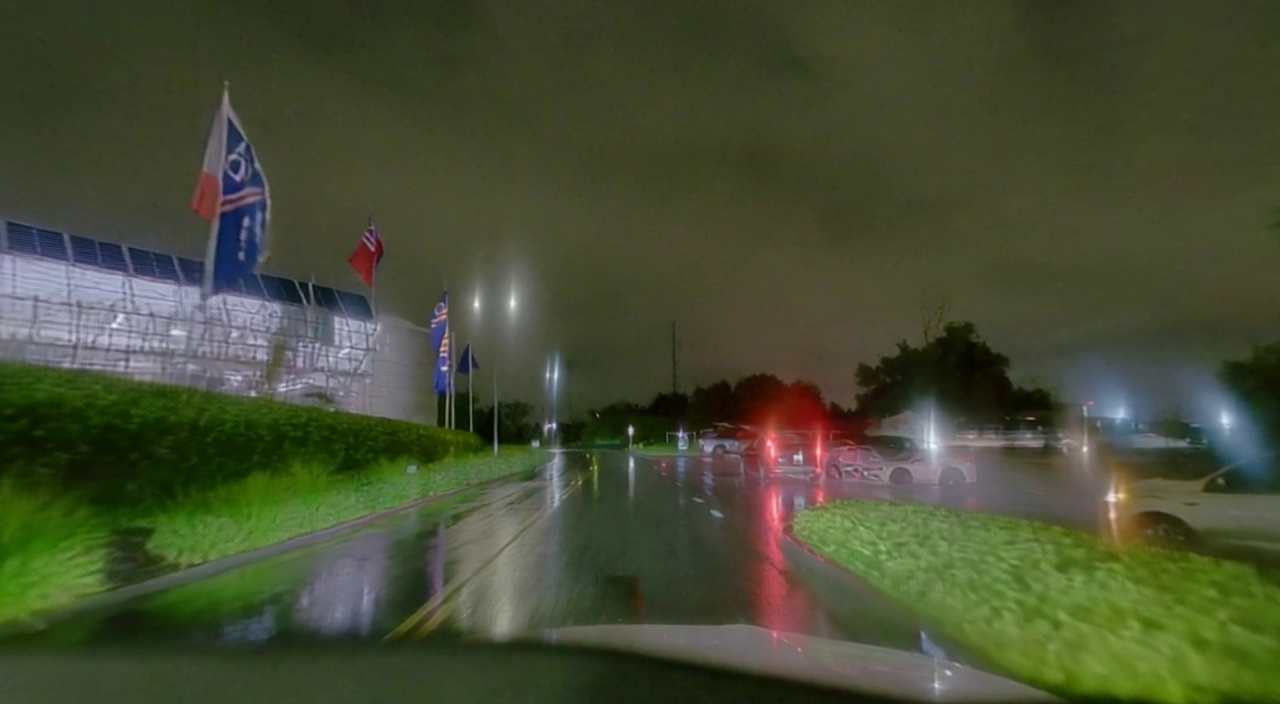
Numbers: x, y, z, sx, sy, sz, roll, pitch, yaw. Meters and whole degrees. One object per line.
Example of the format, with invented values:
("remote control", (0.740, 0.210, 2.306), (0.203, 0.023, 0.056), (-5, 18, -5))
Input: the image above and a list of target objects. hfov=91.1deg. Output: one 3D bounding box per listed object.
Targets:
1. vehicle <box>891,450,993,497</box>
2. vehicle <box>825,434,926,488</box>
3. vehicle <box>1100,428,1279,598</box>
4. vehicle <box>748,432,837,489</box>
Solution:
("vehicle", (10.768, 4.320, 22.747), (1.819, 1.494, 3.834), (0, -9, 1))
("vehicle", (8.257, 3.866, 22.547), (1.924, 1.713, 4.627), (0, -9, 2))
("vehicle", (8.486, 1.875, 7.374), (2.113, 1.945, 4.546), (2, -9, -13))
("vehicle", (5.476, 3.951, 23.127), (1.977, 1.860, 4.237), (0, -9, -3))
